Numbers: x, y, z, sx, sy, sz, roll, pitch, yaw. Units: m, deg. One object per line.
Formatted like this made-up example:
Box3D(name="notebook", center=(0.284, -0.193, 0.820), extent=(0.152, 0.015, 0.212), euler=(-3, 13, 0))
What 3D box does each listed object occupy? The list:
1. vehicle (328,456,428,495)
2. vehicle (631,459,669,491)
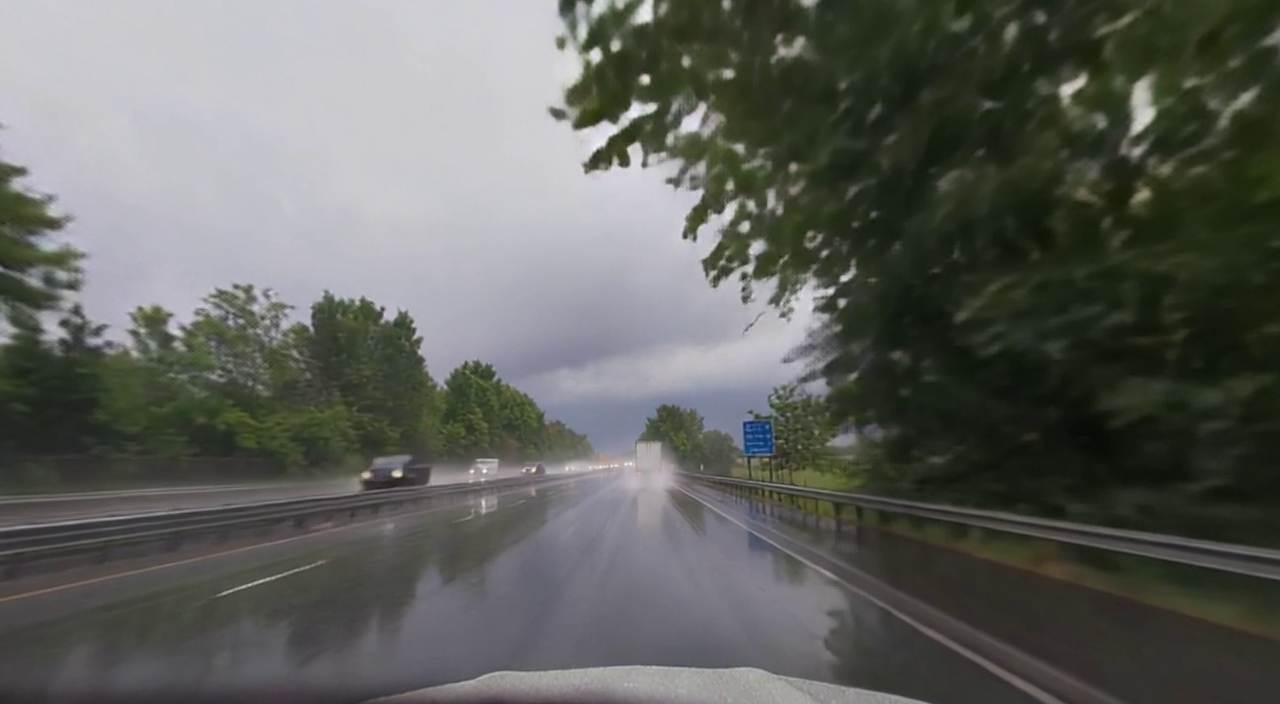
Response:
Box3D(name="vehicle", center=(-11.654, 5.558, 28.602), extent=(1.916, 1.535, 5.991), euler=(1, -10, 1))
Box3D(name="vehicle", center=(0.548, 6.966, 35.802), extent=(2.048, 1.663, 4.377), euler=(1, -10, 0))
